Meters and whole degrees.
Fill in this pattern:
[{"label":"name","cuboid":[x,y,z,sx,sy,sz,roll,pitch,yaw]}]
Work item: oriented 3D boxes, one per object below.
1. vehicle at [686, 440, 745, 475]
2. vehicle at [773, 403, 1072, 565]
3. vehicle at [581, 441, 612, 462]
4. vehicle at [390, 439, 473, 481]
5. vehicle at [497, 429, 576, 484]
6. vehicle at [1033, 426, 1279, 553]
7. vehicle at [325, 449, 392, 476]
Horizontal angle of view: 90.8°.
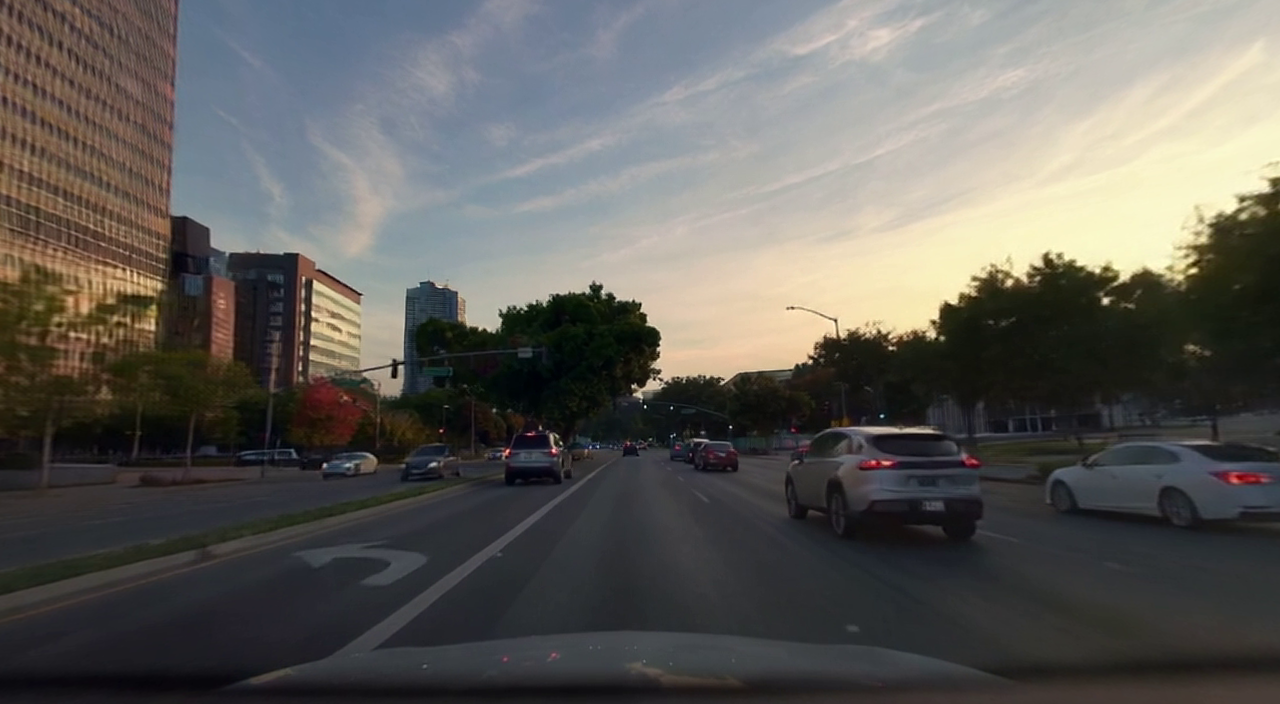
[{"label":"vehicle","cuboid":[3.394,4.873,29.434,2.054,1.473,4.511,0,-8,-2]},{"label":"vehicle","cuboid":[3.614,1.795,9.359,2.152,1.742,4.704,0,-8,-1]},{"label":"vehicle","cuboid":[-3.173,7.413,47.272,2.032,1.442,4.336,0,-8,0]},{"label":"vehicle","cuboid":[-8.925,4.646,27.501,2.036,1.655,4.529,-1,-8,0]},{"label":"vehicle","cuboid":[-3.644,3.777,23.050,2.155,1.797,3.989,-1,-8,1]},{"label":"vehicle","cuboid":[8.668,1.989,9.939,1.944,1.503,4.723,-1,-8,0]},{"label":"vehicle","cuboid":[-17.566,6.906,39.631,2.067,1.512,4.533,-1,-8,1]}]
